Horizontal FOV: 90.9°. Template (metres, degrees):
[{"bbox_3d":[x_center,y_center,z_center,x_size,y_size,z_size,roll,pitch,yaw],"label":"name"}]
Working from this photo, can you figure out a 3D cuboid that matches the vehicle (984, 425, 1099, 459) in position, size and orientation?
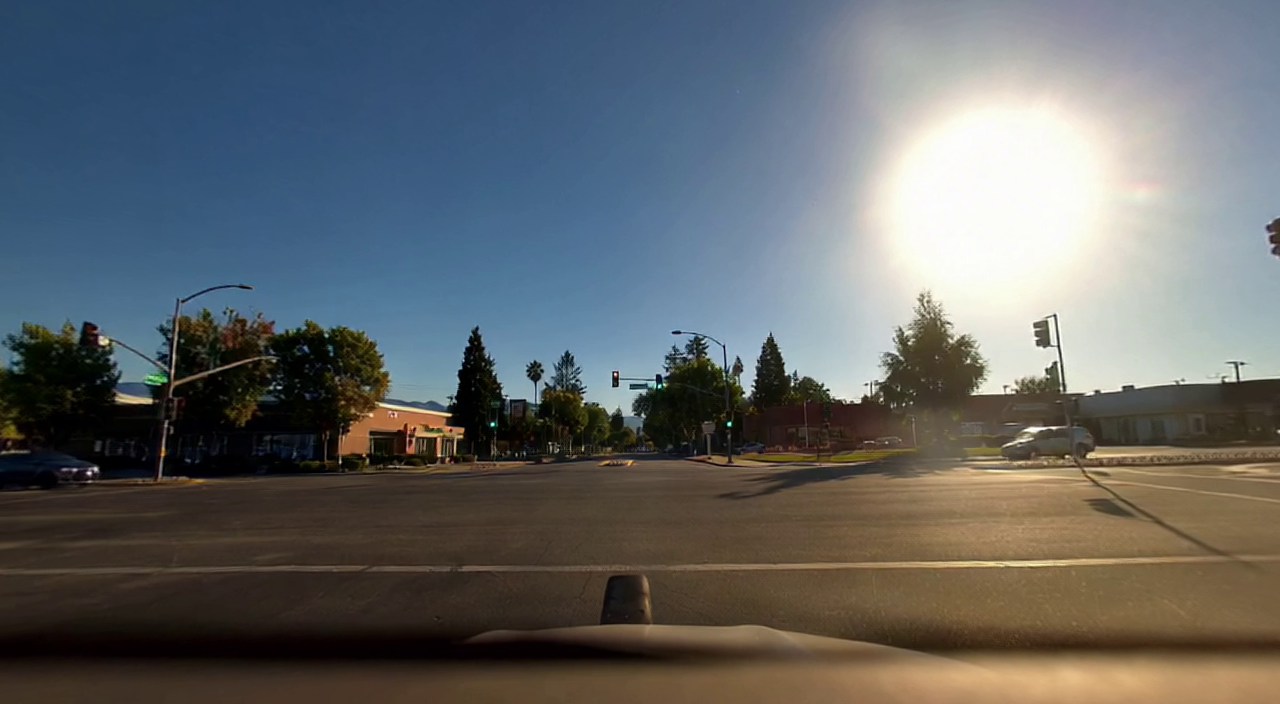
[{"bbox_3d":[20.446,4.593,32.215,4.483,1.691,1.949,0,-8,1],"label":"vehicle"}]

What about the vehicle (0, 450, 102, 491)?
[{"bbox_3d":[-25.236,4.844,26.018,4.332,1.573,1.900,0,-8,3],"label":"vehicle"}]
